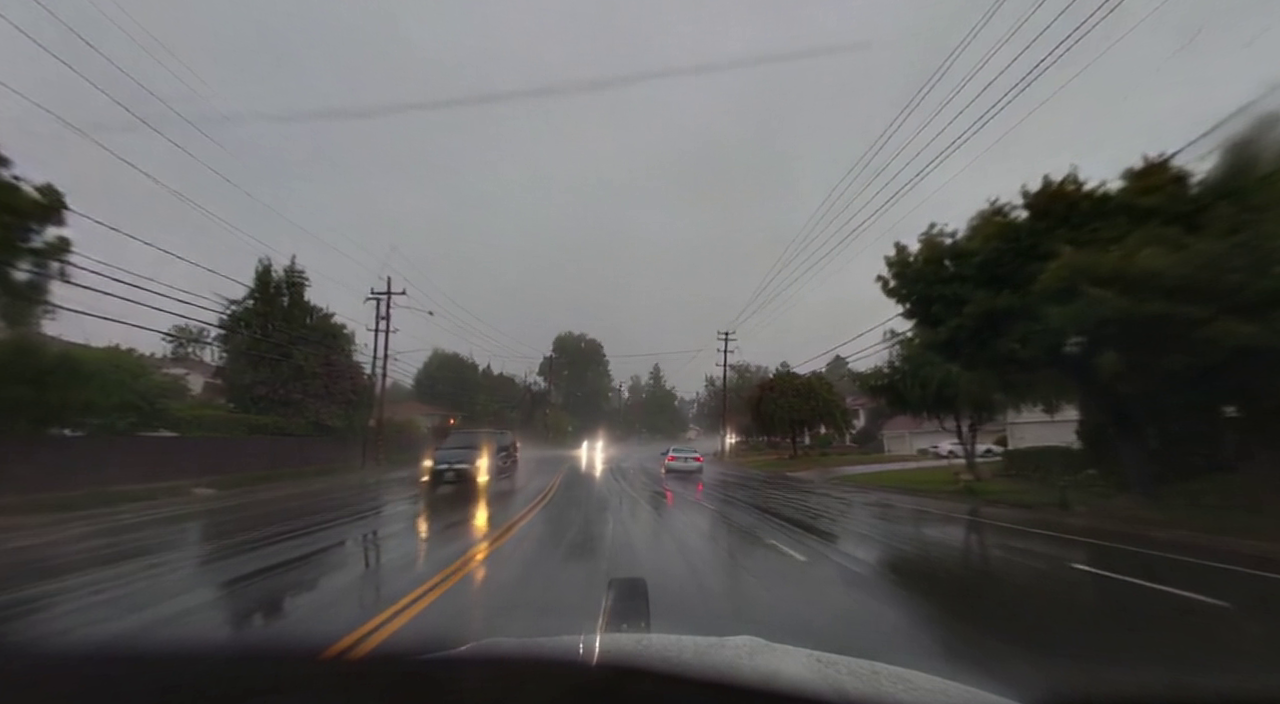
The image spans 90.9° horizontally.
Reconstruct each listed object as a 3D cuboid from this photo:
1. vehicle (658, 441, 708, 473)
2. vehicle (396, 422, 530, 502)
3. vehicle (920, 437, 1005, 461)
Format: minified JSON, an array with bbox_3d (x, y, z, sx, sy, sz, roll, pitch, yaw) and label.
[{"bbox_3d":[2.079,5.241,31.703,1.982,1.451,4.152,0,-9,-4],"label":"vehicle"},{"bbox_3d":[-4.345,2.798,16.383,2.205,1.769,4.589,0,-9,-1],"label":"vehicle"},{"bbox_3d":[20.560,6.189,40.268,4.444,1.479,1.913,0,-7,-5],"label":"vehicle"}]
